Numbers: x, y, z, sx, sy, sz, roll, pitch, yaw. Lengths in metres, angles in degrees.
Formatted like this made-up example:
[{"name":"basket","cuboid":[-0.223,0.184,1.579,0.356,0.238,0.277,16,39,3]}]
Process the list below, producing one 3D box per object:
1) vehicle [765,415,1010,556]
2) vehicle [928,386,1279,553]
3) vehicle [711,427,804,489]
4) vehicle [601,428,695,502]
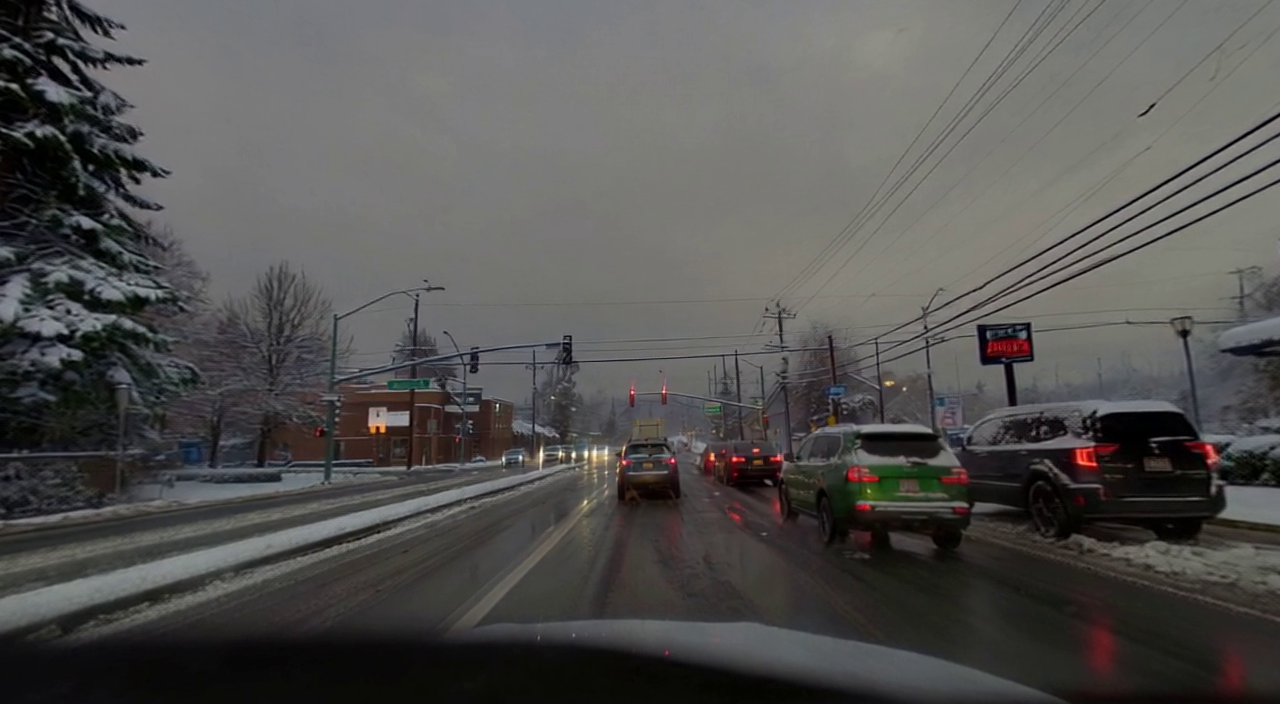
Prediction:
[{"name":"vehicle","cuboid":[3.316,1.883,9.574,1.998,1.620,4.267,0,-9,1]},{"name":"vehicle","cuboid":[6.679,1.731,9.852,2.080,1.958,4.653,0,-9,-1]},{"name":"vehicle","cuboid":[3.704,3.452,20.812,2.060,1.789,4.712,0,-9,-1]},{"name":"vehicle","cuboid":[0.191,2.888,16.491,2.149,1.668,3.962,0,-9,0]}]
